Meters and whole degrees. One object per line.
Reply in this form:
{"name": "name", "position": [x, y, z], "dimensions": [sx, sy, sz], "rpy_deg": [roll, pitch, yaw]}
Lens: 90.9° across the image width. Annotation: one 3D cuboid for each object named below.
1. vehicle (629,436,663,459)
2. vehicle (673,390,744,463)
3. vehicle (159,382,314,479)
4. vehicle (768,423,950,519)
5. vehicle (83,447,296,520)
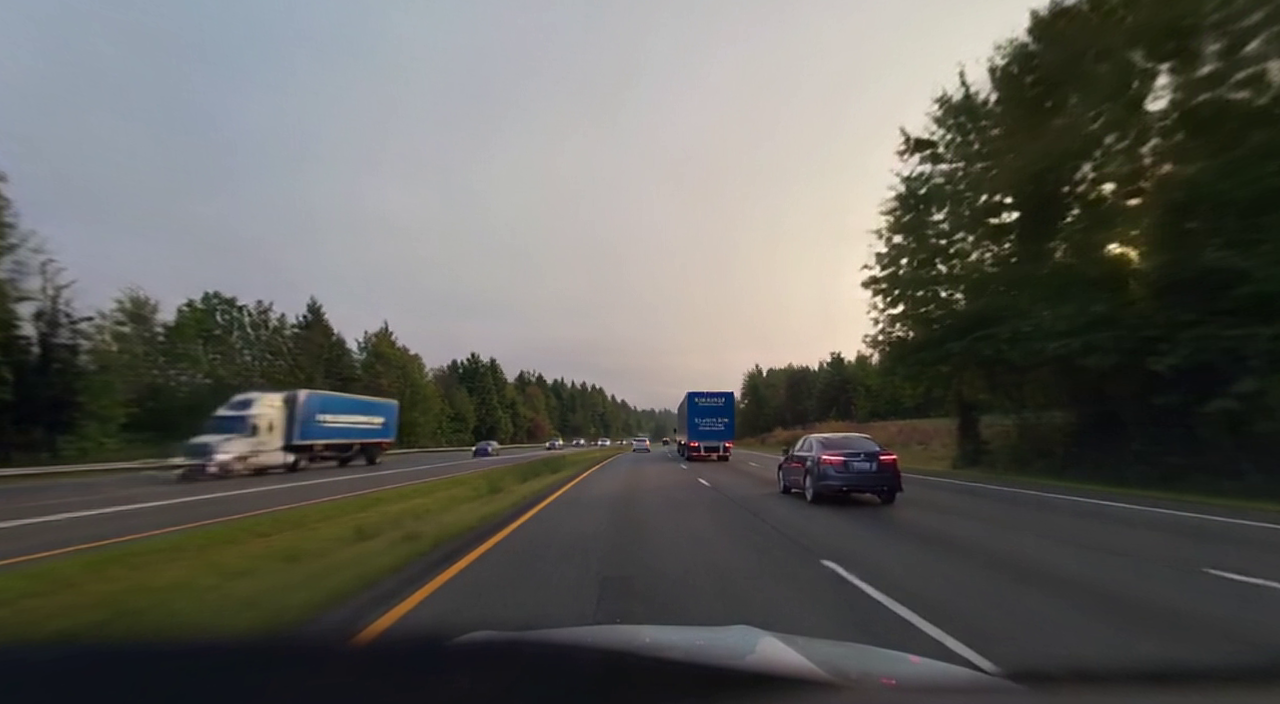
{"name": "vehicle", "position": [0.450, 6.551, 43.429], "dimensions": [2.209, 1.499, 4.144], "rpy_deg": [0, -8, 1]}
{"name": "vehicle", "position": [4.182, 5.090, 42.123], "dimensions": [3.171, 4.072, 13.784], "rpy_deg": [0, -8, 0]}
{"name": "vehicle", "position": [-18.132, 3.592, 28.876], "dimensions": [2.988, 3.961, 5.816], "rpy_deg": [0, -8, 1]}
{"name": "vehicle", "position": [4.061, 2.261, 12.593], "dimensions": [2.028, 1.573, 4.207], "rpy_deg": [0, -8, -2]}
{"name": "vehicle", "position": [-10.686, 3.104, 15.468], "dimensions": [2.010, 1.426, 4.364], "rpy_deg": [0, -8, 0]}
